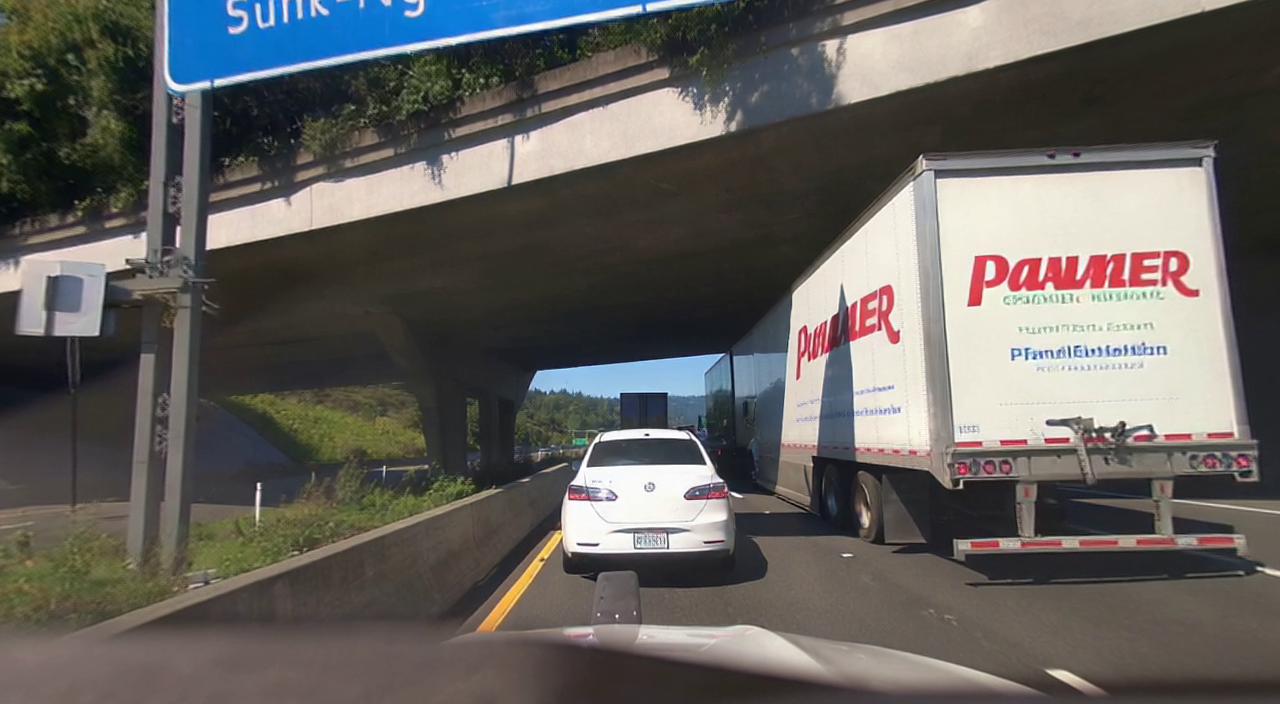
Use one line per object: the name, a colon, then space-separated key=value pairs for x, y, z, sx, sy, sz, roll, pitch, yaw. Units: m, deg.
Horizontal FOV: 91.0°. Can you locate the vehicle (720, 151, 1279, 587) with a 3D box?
vehicle: x=4.195 y=1.055 z=12.962 sx=2.827 sy=4.081 sz=14.305 roll=0 pitch=-8 yaw=-1

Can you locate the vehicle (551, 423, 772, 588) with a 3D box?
vehicle: x=0.185 y=1.687 z=7.716 sx=2.045 sy=1.490 sz=3.597 roll=-1 pitch=-8 yaw=0

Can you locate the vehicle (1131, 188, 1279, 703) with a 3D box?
vehicle: x=4.733 y=0.129 z=0.637 sx=2.892 sy=2.615 sz=6.650 roll=0 pitch=-8 yaw=-2
